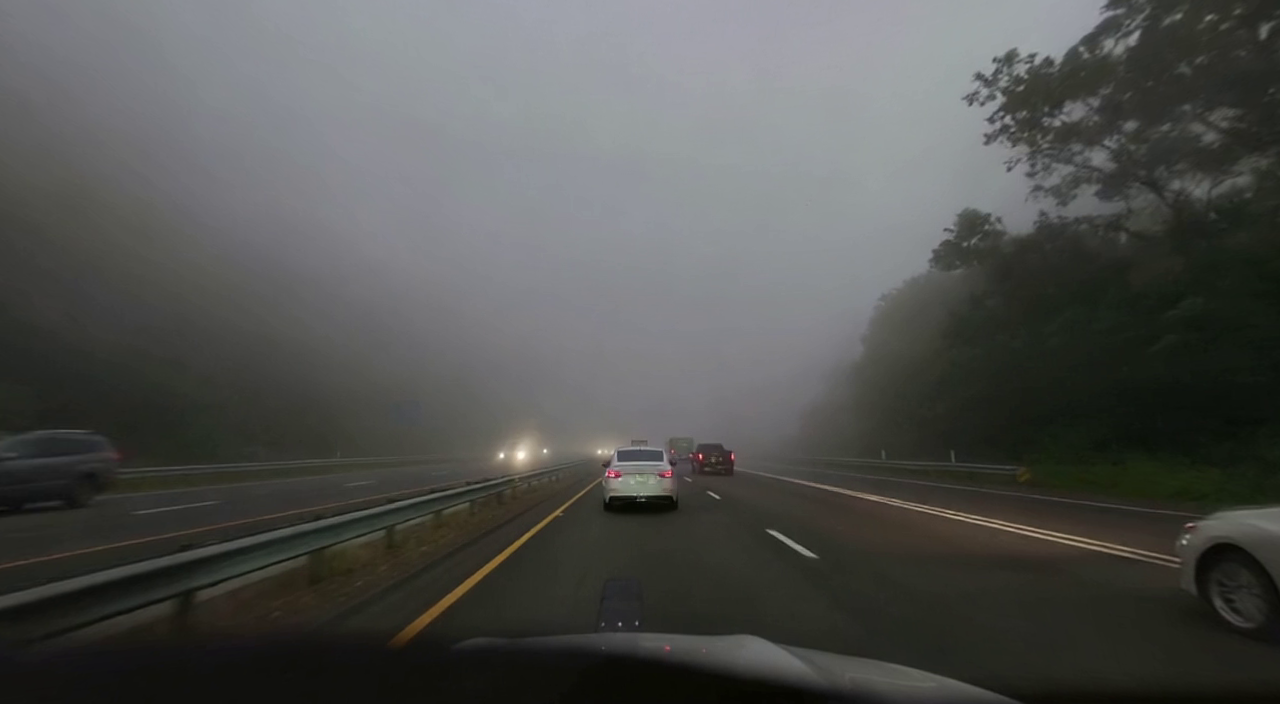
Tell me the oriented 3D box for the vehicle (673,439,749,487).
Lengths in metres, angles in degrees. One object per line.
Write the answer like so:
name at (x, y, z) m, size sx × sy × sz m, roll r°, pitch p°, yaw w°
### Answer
vehicle at (2.532, 4.091, 23.383) m, size 1.999 × 1.596 × 3.990 m, roll 0°, pitch -9°, yaw -5°

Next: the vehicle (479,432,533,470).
vehicle at (-9.288, 6.949, 44.261) m, size 2.512 × 2.475 × 5.406 m, roll -1°, pitch -9°, yaw 1°

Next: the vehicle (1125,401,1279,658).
vehicle at (4.777, 0.915, 2.842) m, size 1.931 × 1.516 × 3.995 m, roll 0°, pitch -9°, yaw 0°

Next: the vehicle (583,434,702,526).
vehicle at (0.019, 2.534, 12.910) m, size 2.088 × 1.580 × 3.657 m, roll 0°, pitch -9°, yaw -1°
